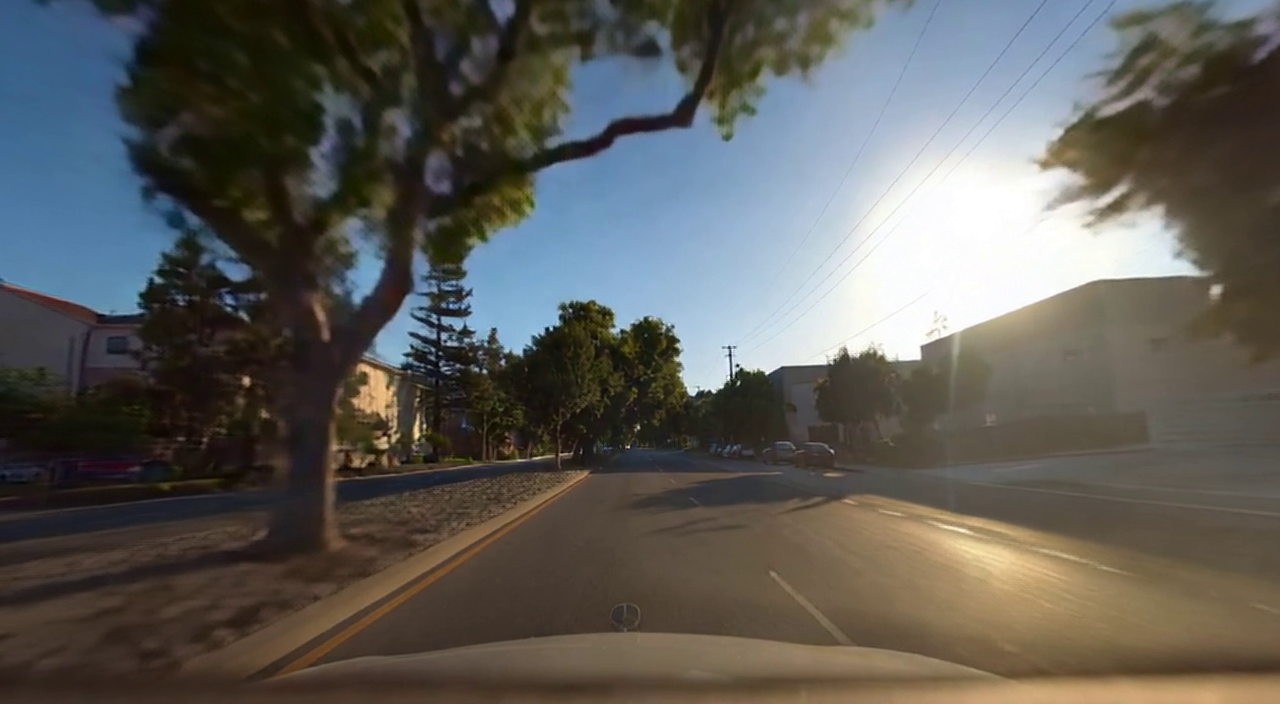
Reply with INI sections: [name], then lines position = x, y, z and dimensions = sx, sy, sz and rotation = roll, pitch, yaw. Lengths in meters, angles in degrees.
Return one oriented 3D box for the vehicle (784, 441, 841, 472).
[vehicle]
position = 9.912, 6.018, 36.671
dimensions = 1.984, 1.672, 4.262
rotation = 0, -9, -2
